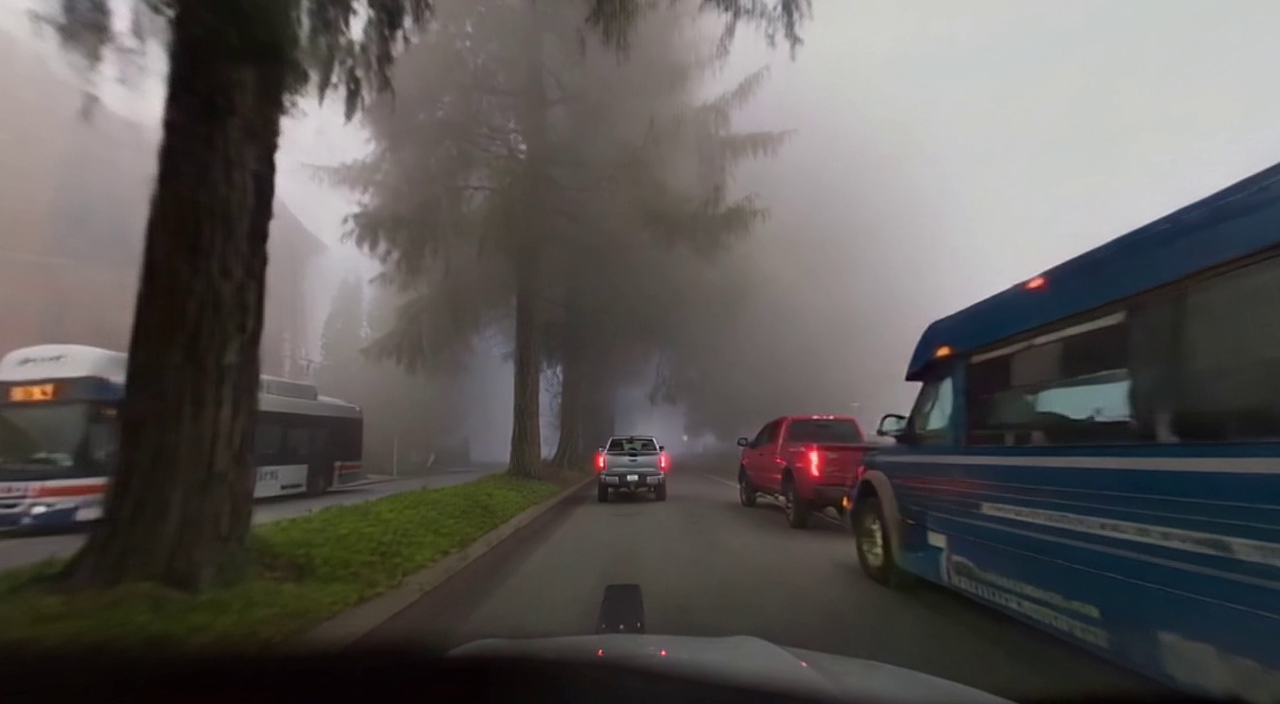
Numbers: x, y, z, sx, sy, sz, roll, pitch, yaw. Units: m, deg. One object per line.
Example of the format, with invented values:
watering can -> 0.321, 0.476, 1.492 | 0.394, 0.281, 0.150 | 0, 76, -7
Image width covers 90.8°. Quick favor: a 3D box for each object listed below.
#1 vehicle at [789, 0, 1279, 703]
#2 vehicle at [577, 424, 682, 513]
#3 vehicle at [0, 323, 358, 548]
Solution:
vehicle -> 3.824, 0.028, 3.355 | 3.088, 3.057, 10.503 | 0, -8, -2
vehicle -> -0.184, 2.838, 15.998 | 2.157, 1.816, 5.804 | 0, -8, 1
vehicle -> -12.213, 2.384, 17.646 | 2.996, 4.022, 12.692 | 0, -8, -1
